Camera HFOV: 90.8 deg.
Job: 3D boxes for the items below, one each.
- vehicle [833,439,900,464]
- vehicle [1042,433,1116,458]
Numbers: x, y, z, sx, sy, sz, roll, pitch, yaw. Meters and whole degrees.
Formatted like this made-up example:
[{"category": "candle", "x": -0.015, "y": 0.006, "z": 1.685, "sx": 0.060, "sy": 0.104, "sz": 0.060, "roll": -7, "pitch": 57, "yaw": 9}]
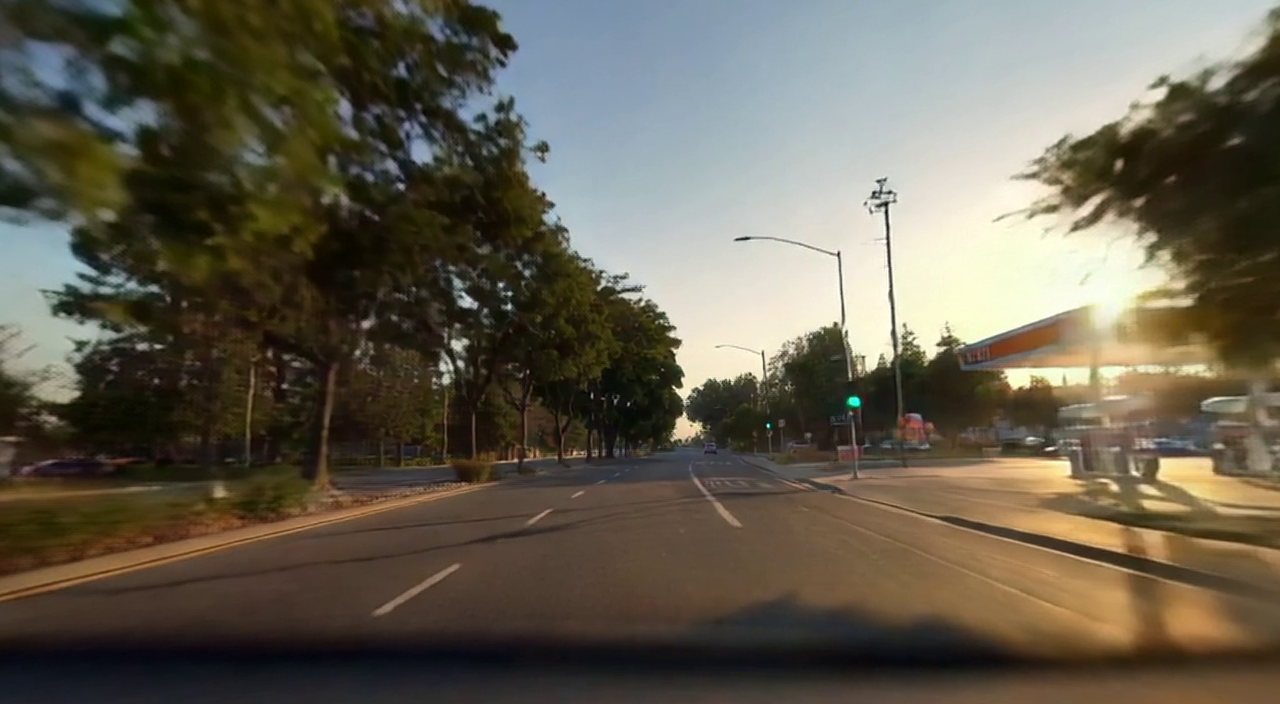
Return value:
[{"category": "vehicle", "x": 15.361, "y": 6.755, "z": 42.736, "sx": 4.744, "sy": 1.475, "sz": 2.008, "roll": 9, "pitch": -16, "yaw": -39}, {"category": "vehicle", "x": 33.053, "y": 7.053, "z": 47.712, "sx": 2.045, "sy": 1.778, "sz": 4.517, "roll": 0, "pitch": -9, "yaw": -5}]
